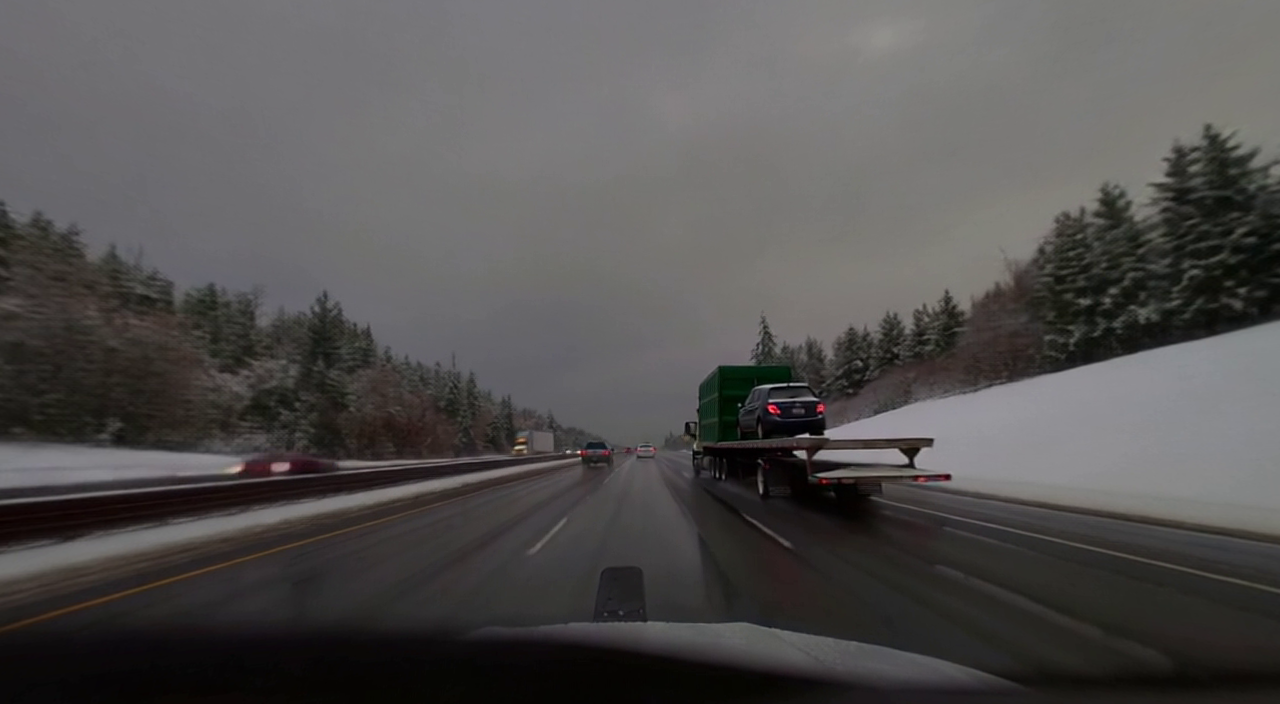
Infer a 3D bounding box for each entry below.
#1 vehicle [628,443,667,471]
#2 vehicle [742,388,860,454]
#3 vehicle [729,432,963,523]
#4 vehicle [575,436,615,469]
[{"bbox_3d":[0.438,5.919,35.608,2.086,1.497,3.681,0,-9,1],"label":"vehicle"},{"bbox_3d":[4.144,1.962,17.021,1.968,1.547,4.215,0,-9,-2],"label":"vehicle"},{"bbox_3d":[4.271,2.936,15.793,2.654,1.574,9.537,0,-9,0],"label":"vehicle"},{"bbox_3d":[-2.848,6.503,40.886,2.142,2.044,4.446,0,-9,2],"label":"vehicle"}]
